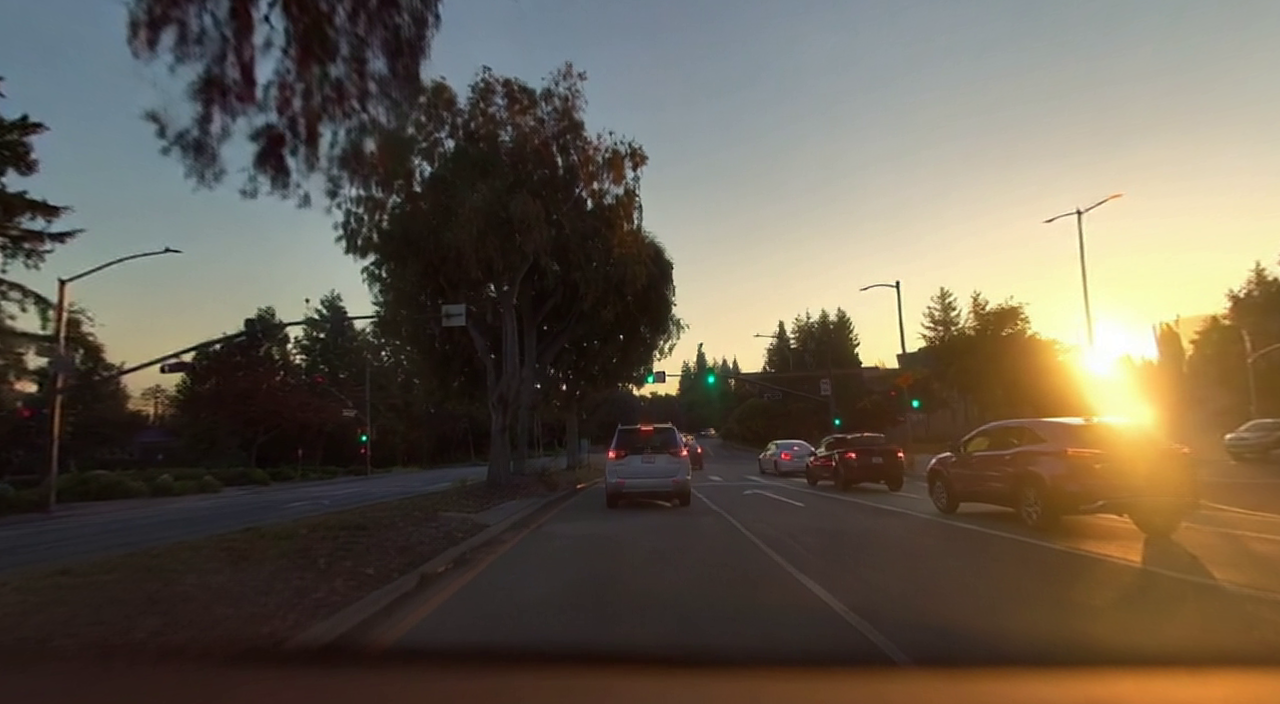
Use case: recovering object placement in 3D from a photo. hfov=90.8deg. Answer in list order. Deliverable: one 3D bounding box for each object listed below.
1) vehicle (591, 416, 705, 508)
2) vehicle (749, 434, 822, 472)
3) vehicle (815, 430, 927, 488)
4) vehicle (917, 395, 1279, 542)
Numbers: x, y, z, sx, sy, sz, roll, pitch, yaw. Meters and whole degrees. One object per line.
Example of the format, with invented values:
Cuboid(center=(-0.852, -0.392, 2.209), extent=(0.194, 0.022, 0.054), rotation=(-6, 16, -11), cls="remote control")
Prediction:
Cuboid(center=(0.128, 2.603, 15.223), extent=(2.353, 1.894, 4.122), rotation=(0, -9, -1), cls="vehicle")
Cuboid(center=(7.247, 5.109, 32.076), extent=(2.440, 1.775, 4.791), rotation=(0, -9, -1), cls="vehicle")
Cuboid(center=(7.311, 3.431, 20.494), extent=(2.025, 1.642, 4.189), rotation=(0, -9, 0), cls="vehicle")
Cuboid(center=(7.121, 1.911, 10.885), extent=(2.251, 1.873, 5.346), rotation=(0, -9, 0), cls="vehicle")
